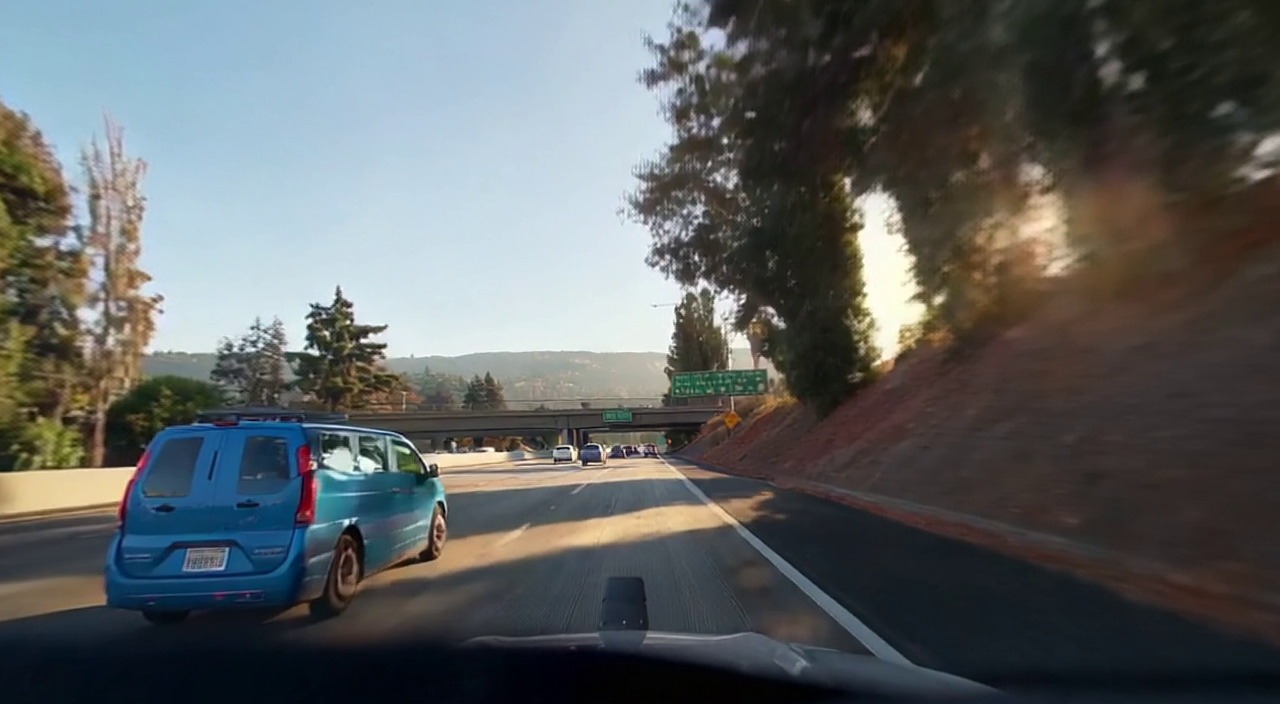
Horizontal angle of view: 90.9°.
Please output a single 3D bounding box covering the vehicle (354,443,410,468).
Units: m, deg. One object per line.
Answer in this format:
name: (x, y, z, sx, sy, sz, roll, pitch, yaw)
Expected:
vehicle: (-19.728, 7.956, 48.496, 2.156, 1.806, 4.697, -1, -9, 3)
